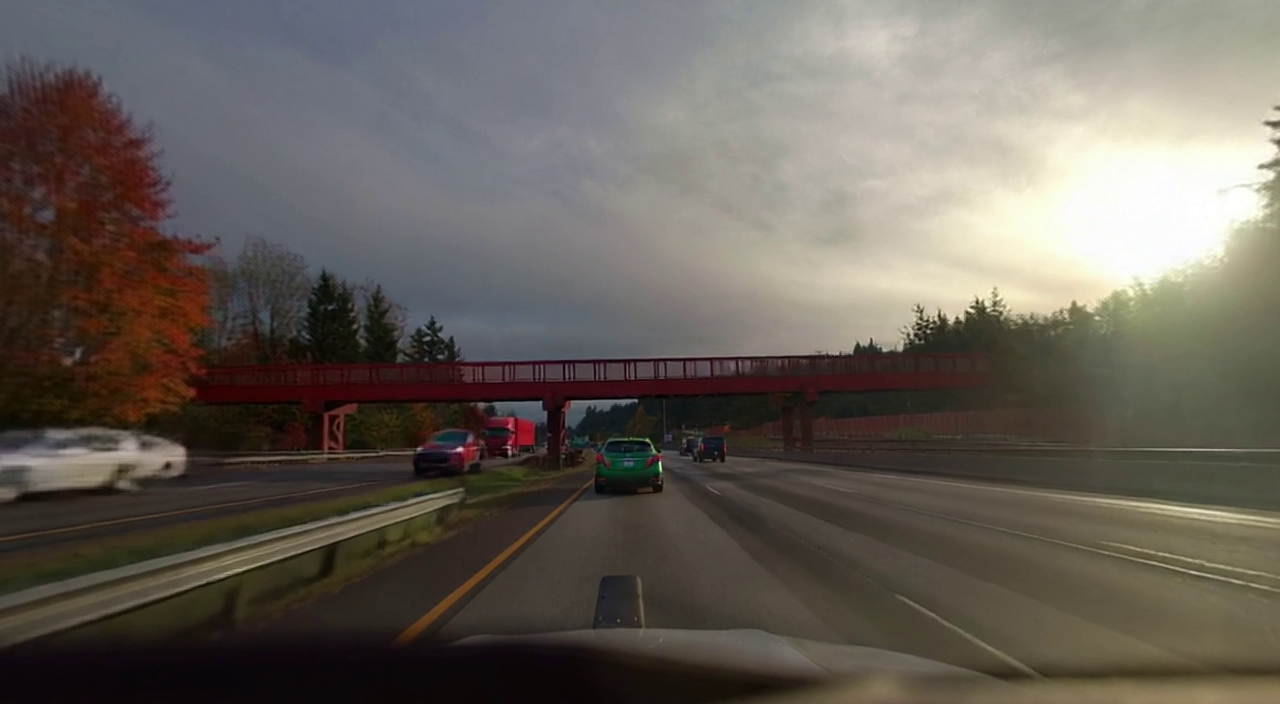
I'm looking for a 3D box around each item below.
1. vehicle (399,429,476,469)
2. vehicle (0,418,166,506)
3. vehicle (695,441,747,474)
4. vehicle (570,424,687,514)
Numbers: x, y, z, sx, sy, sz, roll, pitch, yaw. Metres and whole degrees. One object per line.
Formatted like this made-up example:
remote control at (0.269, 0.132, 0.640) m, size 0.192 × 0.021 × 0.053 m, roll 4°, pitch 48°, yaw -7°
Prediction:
vehicle at (-9.358, 4.536, 29.360) m, size 2.111 × 1.674 × 4.548 m, roll 0°, pitch -9°, yaw -1°
vehicle at (-12.051, 2.153, 12.420) m, size 1.938 × 1.516 × 4.282 m, roll 0°, pitch -9°, yaw 0°
vehicle at (3.886, 5.134, 30.683) m, size 1.894 × 1.487 × 3.751 m, roll 0°, pitch -9°, yaw -2°
vehicle at (-0.244, 2.587, 14.270) m, size 2.259 × 1.699 × 4.015 m, roll 0°, pitch -9°, yaw 0°
